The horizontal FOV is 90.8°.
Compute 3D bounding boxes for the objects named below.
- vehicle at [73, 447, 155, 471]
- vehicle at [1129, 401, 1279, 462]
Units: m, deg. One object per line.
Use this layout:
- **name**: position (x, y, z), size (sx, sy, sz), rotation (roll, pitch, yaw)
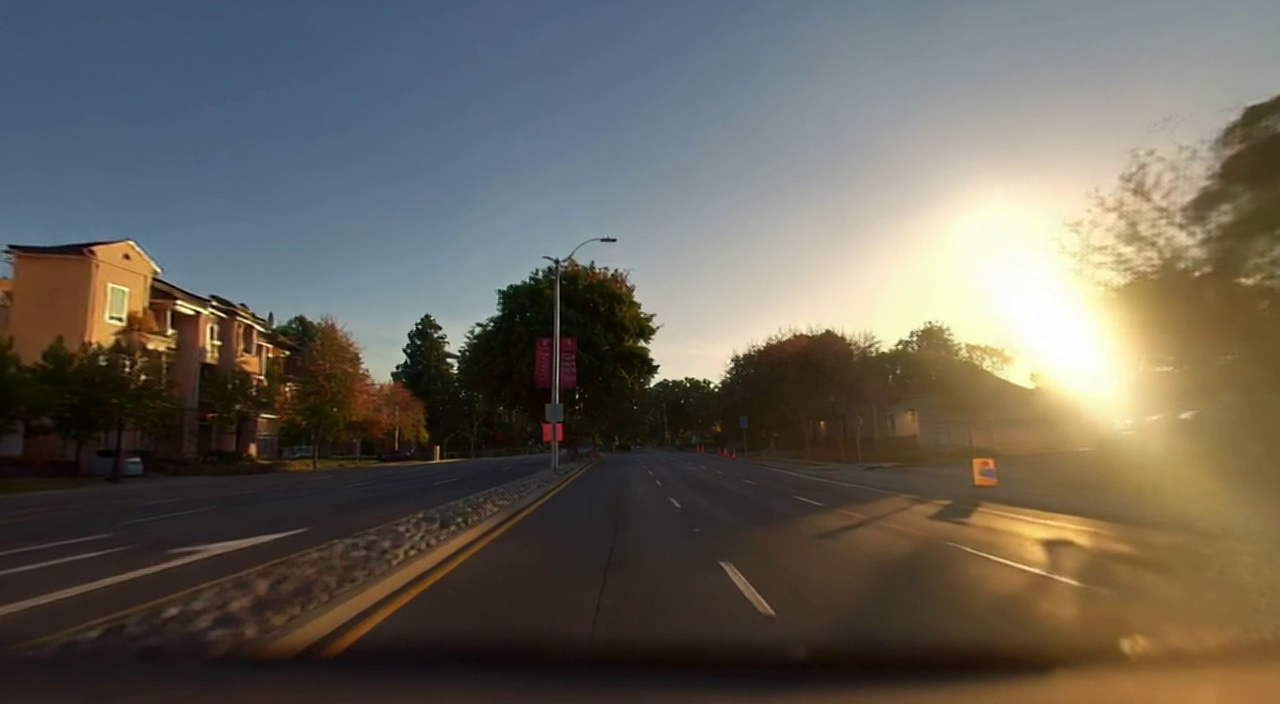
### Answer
- **vehicle**: position (-33.271, 6.759, 39.980), size (3.732, 1.453, 1.721), rotation (-1, -8, 5)
- **vehicle**: position (31.705, 4.515, 35.254), size (2.905, 3.046, 6.805), rotation (1, -8, -4)
